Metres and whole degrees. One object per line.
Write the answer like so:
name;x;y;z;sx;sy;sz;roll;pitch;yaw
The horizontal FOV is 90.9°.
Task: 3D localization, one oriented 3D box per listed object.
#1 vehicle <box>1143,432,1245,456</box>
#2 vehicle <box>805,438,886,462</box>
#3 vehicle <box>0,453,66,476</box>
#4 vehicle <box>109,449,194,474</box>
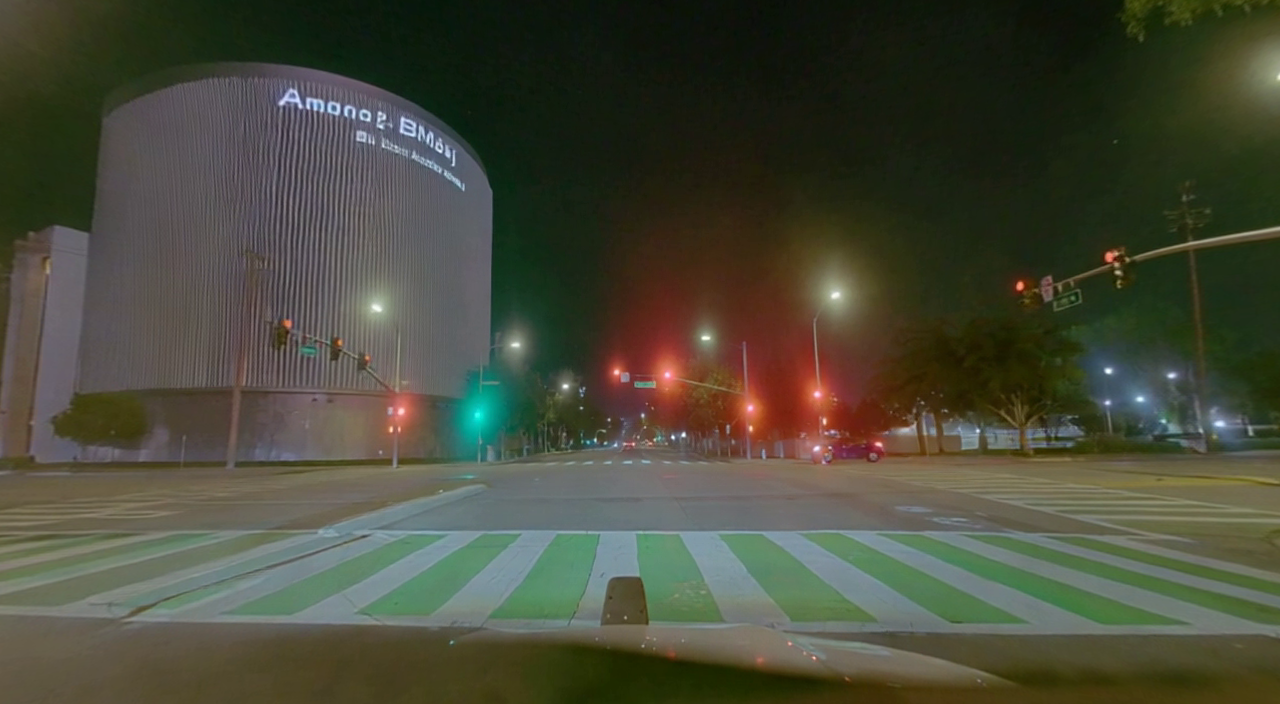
vehicle;36.157;6.016;41.198;4.767;1.456;1.858;0;-8;3
vehicle;12.739;6.130;39.341;4.529;1.457;1.981;-1;-9;9
vehicle;-41.668;7.632;42.757;3.698;1.467;1.779;0;-8;1
vehicle;-33.089;7.399;42.752;4.136;1.661;1.857;0;-8;1
